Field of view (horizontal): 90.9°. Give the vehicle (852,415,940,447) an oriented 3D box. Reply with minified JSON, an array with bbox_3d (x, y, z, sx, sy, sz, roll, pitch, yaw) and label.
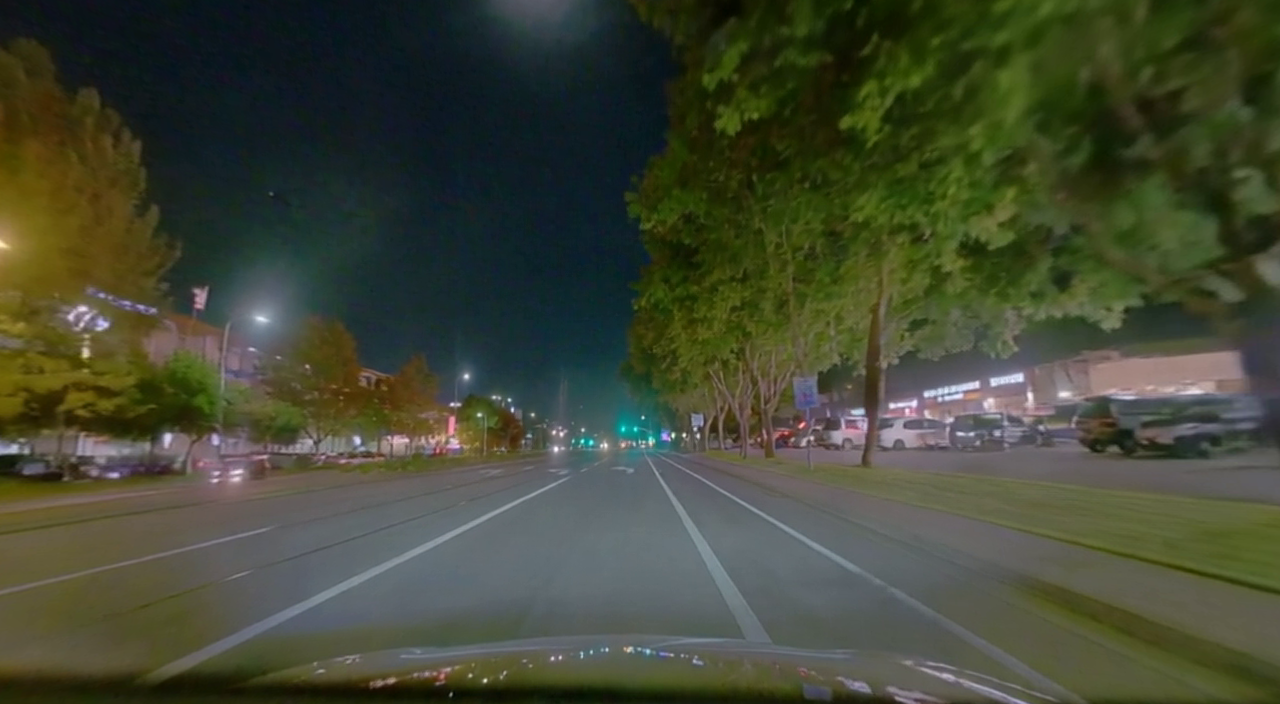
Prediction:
[{"bbox_3d":[12.807,3.986,31.641,3.641,1.524,1.731,0,-8,0],"label":"vehicle"}]

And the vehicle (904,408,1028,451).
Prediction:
[{"bbox_3d":[12.458,3.011,24.273,3.742,1.560,1.822,-1,-8,1],"label":"vehicle"}]

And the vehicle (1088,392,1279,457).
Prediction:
[{"bbox_3d":[12.793,1.713,14.765,3.375,1.411,1.561,0,-8,-1],"label":"vehicle"}]
